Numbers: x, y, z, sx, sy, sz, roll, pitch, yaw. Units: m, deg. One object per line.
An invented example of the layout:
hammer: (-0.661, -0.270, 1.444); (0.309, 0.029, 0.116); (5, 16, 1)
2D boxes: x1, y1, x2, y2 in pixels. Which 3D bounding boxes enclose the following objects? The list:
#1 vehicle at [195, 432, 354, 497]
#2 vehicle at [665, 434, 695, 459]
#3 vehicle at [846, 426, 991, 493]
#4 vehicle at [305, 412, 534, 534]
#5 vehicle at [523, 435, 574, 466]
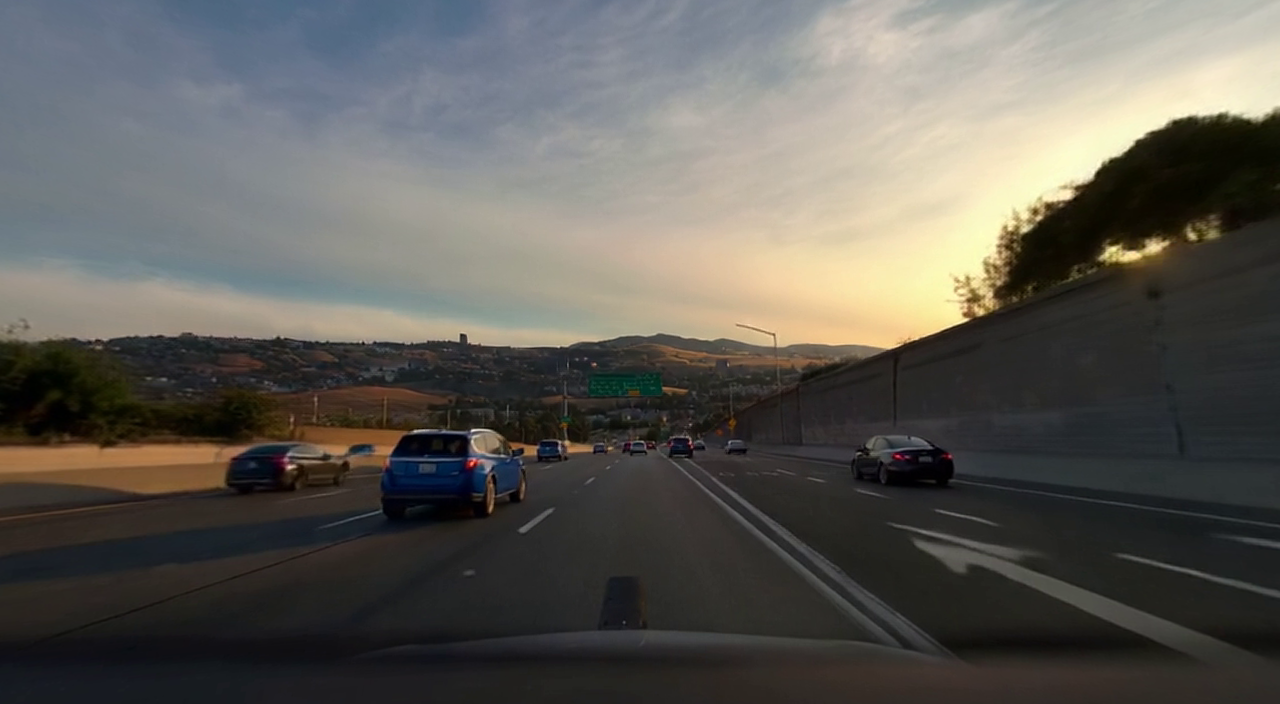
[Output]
vehicle: (-11.281, 3.480, 19.972); (2.091, 1.774, 4.754); (0, -8, 1)
vehicle: (3.169, 7.434, 49.519); (2.172, 1.824, 5.031); (-1, -8, 5)
vehicle: (7.691, 3.025, 18.051); (2.122, 1.646, 4.491); (0, -8, 1)
vehicle: (-3.617, 2.122, 11.696); (2.210, 1.730, 5.133); (-1, -8, 2)
vehicle: (-5.346, 5.810, 37.304); (2.076, 1.730, 4.537); (-1, -8, 3)
